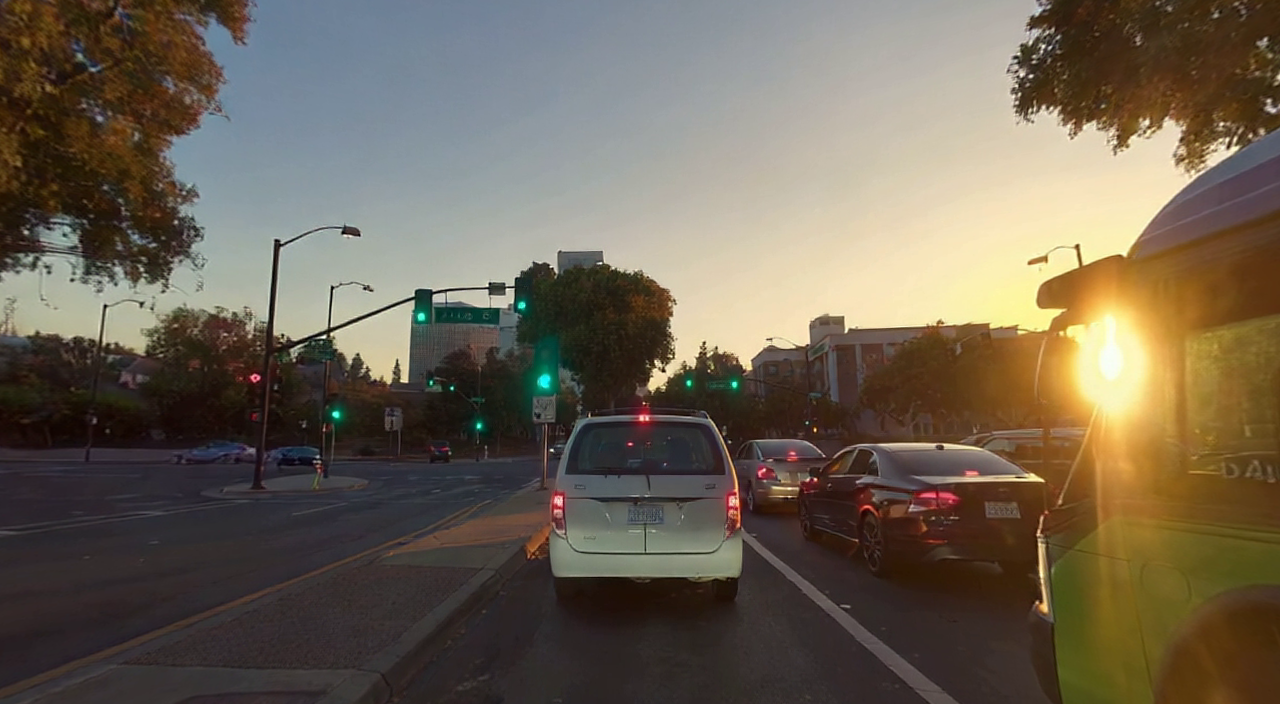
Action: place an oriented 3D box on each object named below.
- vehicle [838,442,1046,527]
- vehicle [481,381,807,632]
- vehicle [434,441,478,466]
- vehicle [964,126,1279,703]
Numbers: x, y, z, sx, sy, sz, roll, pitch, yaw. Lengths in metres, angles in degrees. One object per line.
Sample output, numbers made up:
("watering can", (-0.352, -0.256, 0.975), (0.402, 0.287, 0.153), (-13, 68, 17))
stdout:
("vehicle", (5.969, 2.637, 13.221), (1.987, 1.457, 4.675), (0, -8, -1))
("vehicle", (0.004, 1.474, 7.003), (2.381, 1.842, 4.603), (0, -8, -1))
("vehicle", (-13.322, 7.373, 45.761), (1.924, 1.720, 4.097), (0, -9, 1))
("vehicle", (2.606, 0.316, 0.422), (2.037, 2.065, 5.037), (0, -8, 0))
